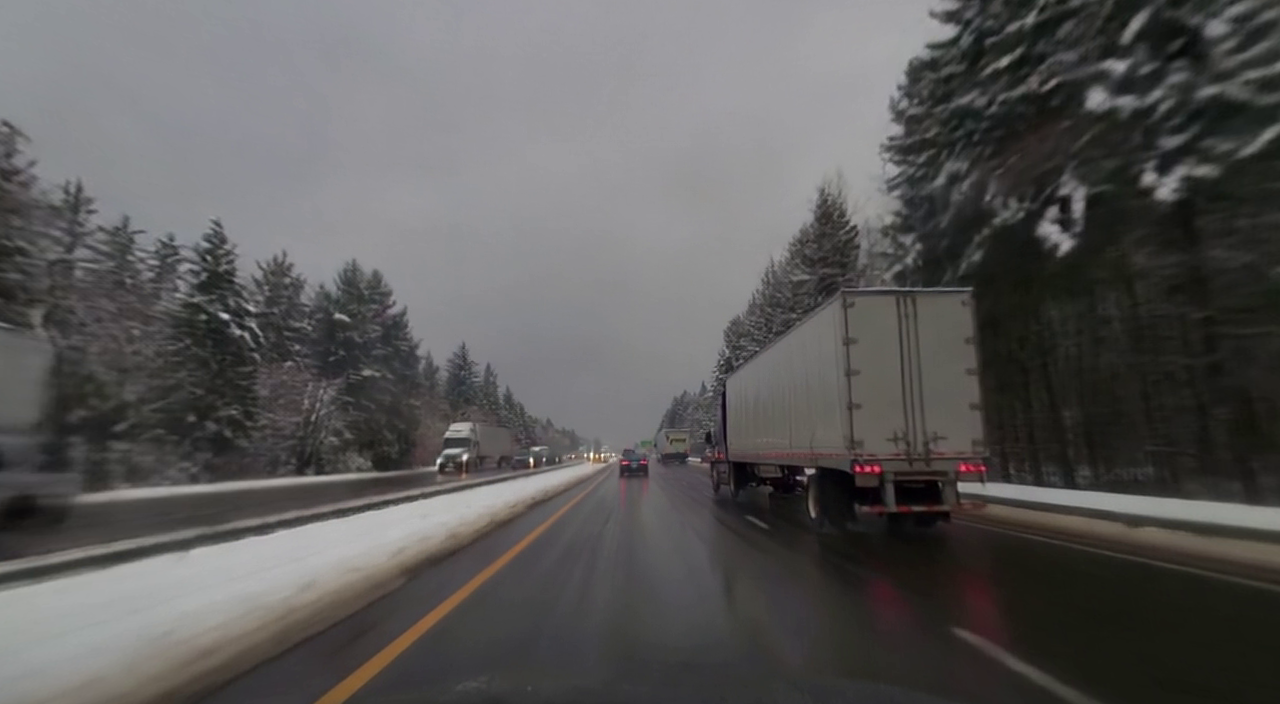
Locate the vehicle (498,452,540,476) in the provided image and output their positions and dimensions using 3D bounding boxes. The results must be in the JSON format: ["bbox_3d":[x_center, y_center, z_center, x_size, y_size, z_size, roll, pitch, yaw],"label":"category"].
[{"bbox_3d":[-8.626,8.005,45.365,2.065,1.558,5.029,0,-9,0],"label":"vehicle"}]

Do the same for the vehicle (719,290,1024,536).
[{"bbox_3d":[4.625,2.032,17.340,2.842,4.060,13.939,0,-9,-1],"label":"vehicle"}]

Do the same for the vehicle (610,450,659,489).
[{"bbox_3d":[-0.226,4.946,26.812,1.939,1.495,3.612,0,-9,-1],"label":"vehicle"}]
